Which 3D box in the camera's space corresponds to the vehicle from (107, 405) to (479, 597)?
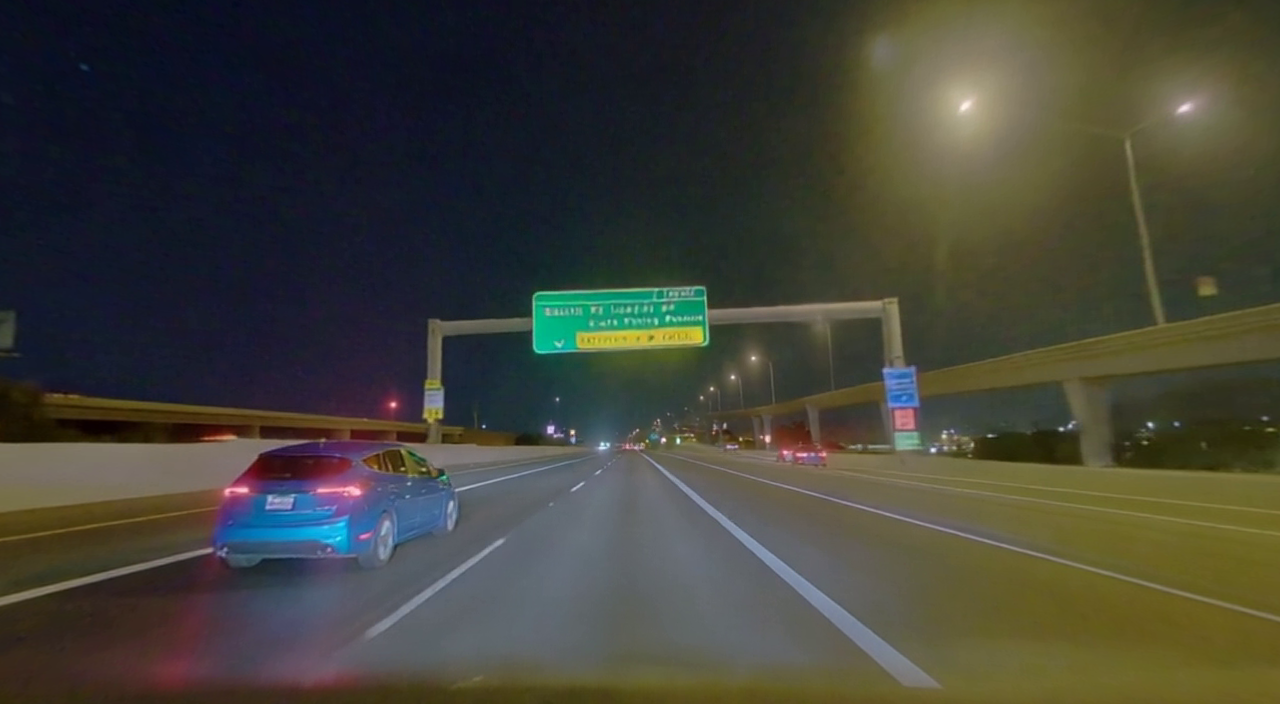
[{"bbox_3d":[-3.647,1.646,7.862,2.178,1.699,4.321,0,-8,-1],"label":"vehicle"}]
